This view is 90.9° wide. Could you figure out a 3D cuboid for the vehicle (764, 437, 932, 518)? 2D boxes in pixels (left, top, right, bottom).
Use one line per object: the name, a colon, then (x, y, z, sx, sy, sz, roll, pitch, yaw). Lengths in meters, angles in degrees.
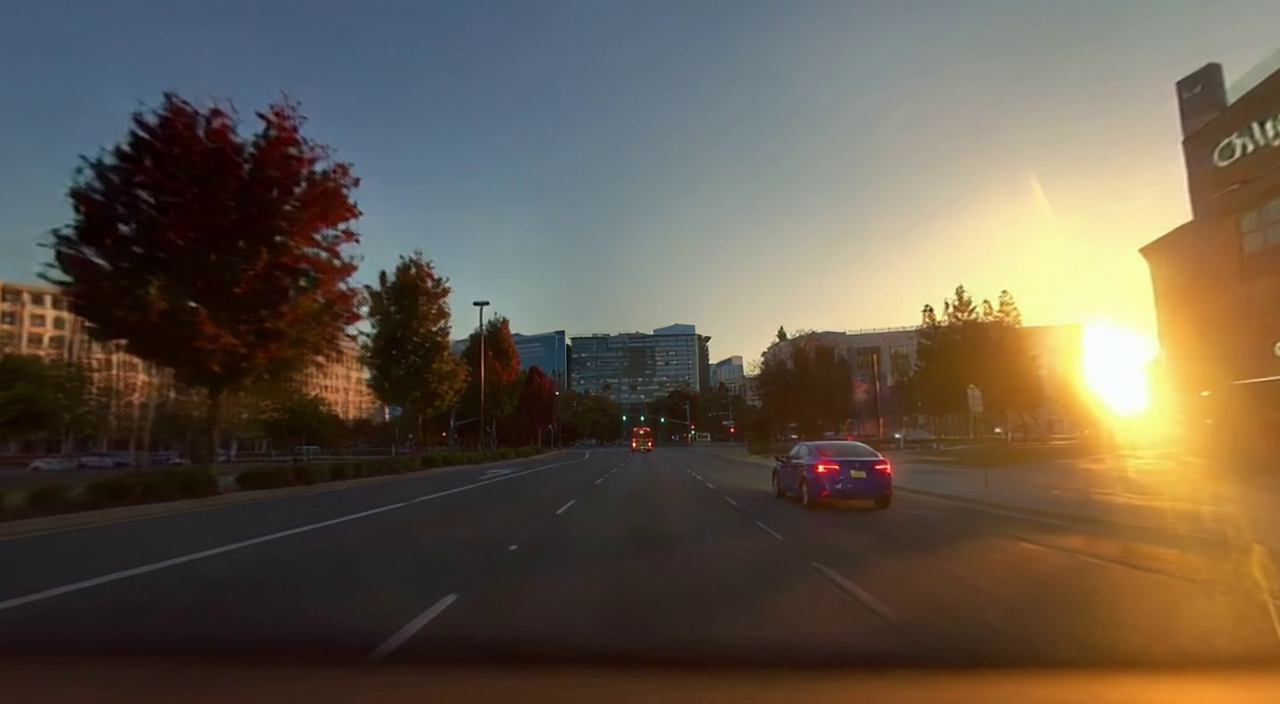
vehicle: (4.246, 2.628, 13.831, 2.005, 1.442, 4.675, 0, -8, -1)
